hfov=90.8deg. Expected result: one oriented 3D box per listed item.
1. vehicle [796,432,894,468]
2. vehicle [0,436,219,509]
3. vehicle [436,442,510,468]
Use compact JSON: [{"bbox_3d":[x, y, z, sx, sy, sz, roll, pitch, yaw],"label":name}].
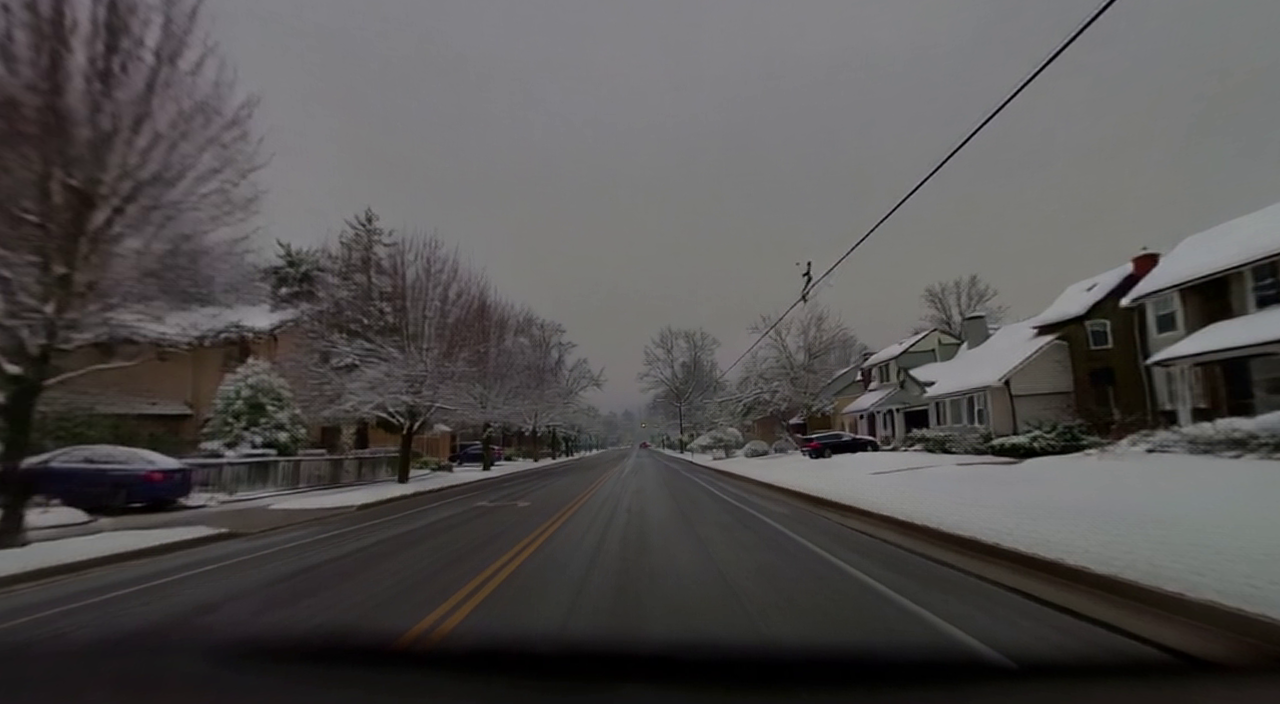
[{"bbox_3d":[10.591,5.105,32.916,4.449,1.765,1.917,-1,-9,4],"label":"vehicle"},{"bbox_3d":[-13.816,3.051,16.197,4.587,1.722,1.906,0,-9,-1],"label":"vehicle"},{"bbox_3d":[-12.484,7.741,47.430,4.928,1.848,2.041,0,-9,1],"label":"vehicle"}]
